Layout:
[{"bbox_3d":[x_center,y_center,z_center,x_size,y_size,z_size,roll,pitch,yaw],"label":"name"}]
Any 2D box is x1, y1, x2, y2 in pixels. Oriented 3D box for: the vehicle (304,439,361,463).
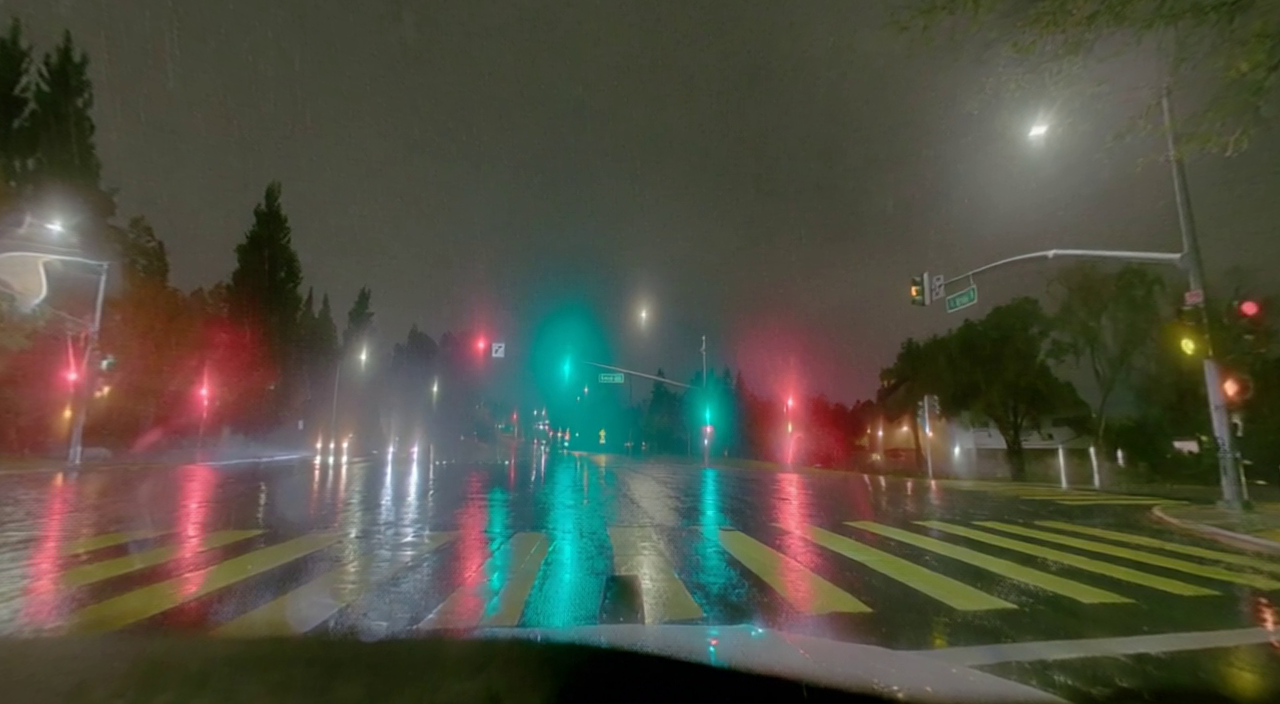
[{"bbox_3d":[-19.769,6.392,40.786,1.918,1.432,4.433,1,-9,-7],"label":"vehicle"}]
